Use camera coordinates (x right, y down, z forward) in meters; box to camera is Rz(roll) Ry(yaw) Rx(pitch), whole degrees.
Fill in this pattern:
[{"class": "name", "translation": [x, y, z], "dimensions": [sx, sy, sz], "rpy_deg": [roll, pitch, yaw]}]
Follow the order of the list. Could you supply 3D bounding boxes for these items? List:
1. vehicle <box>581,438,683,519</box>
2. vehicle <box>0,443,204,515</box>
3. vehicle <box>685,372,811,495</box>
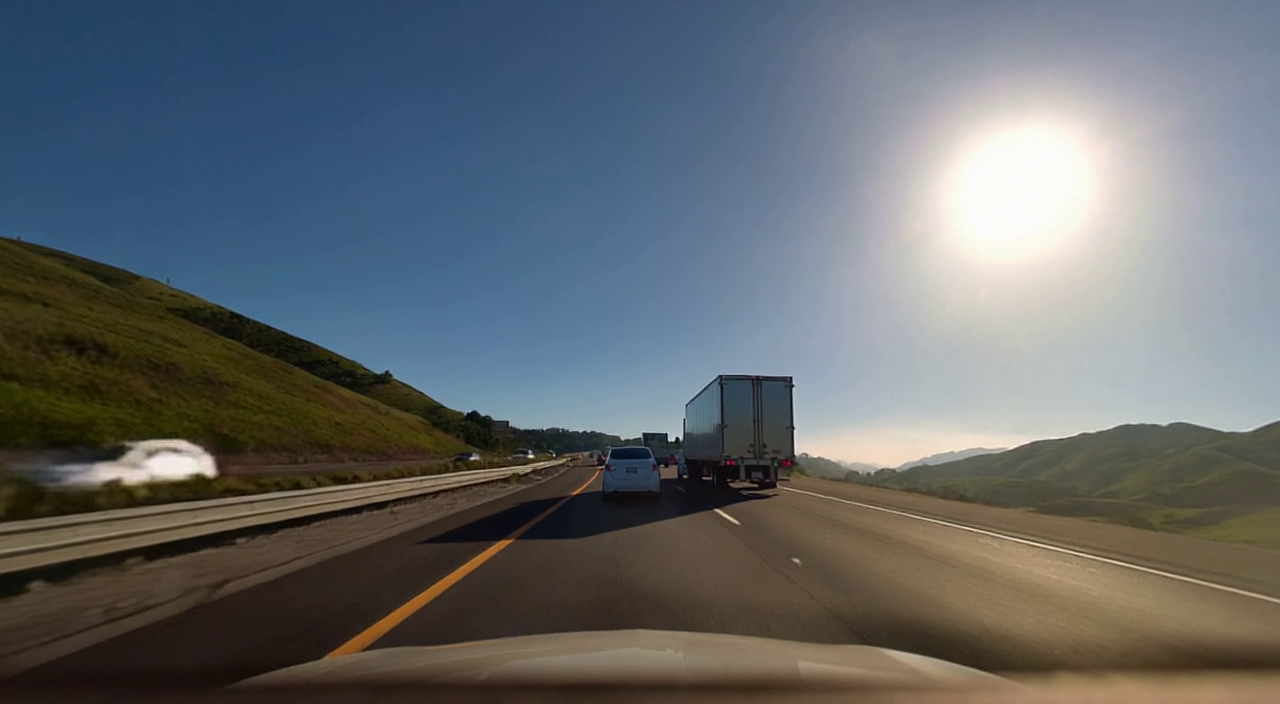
[{"class": "vehicle", "translation": [-0.187, 2.911, 14.973], "dimensions": [2.109, 1.639, 3.768], "rpy_deg": [0, -9, -1]}, {"class": "vehicle", "translation": [-12.803, 2.906, 14.907], "dimensions": [1.832, 1.430, 4.440], "rpy_deg": [0, -9, 0]}, {"class": "vehicle", "translation": [4.069, 3.776, 27.954], "dimensions": [2.812, 4.024, 14.098], "rpy_deg": [0, -9, -1]}]
